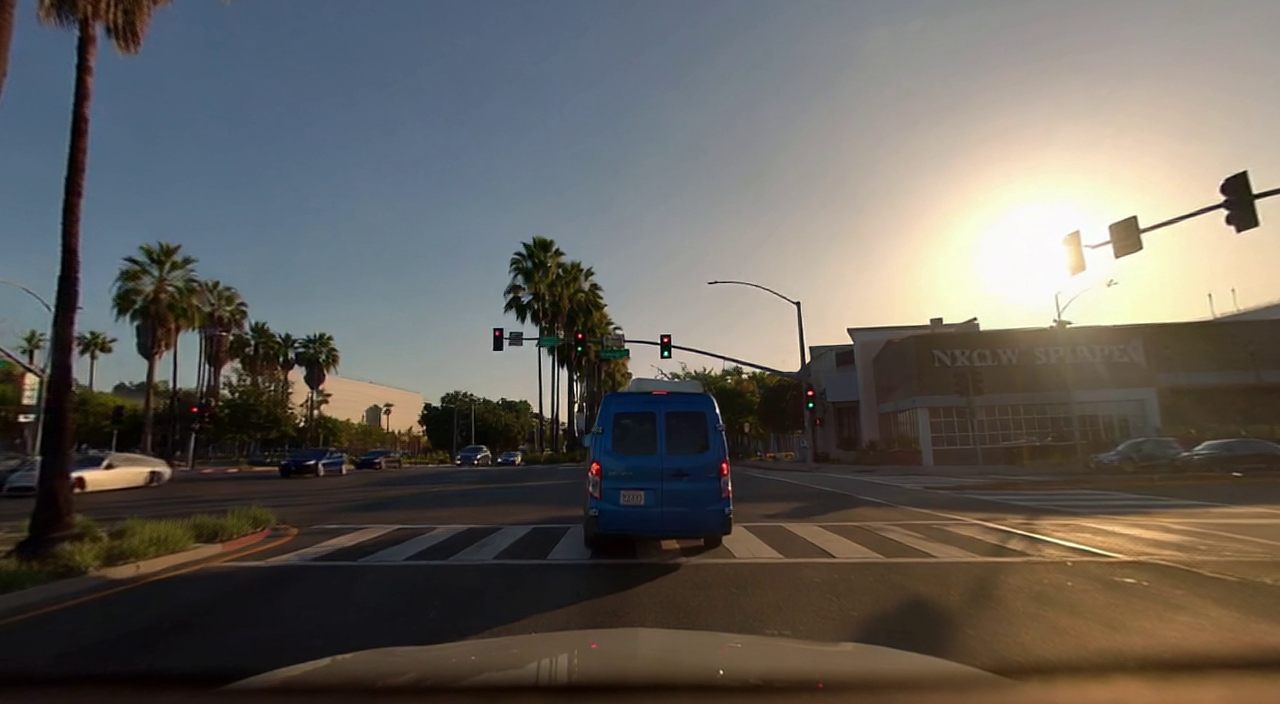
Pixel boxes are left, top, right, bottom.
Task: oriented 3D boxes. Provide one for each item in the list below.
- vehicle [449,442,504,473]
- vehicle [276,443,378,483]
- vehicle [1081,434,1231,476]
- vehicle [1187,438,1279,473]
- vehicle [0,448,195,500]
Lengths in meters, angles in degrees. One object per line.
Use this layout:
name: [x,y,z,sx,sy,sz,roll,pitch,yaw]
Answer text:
vehicle: [-9.710,6.302,37.938,2.074,1.681,4.417,0,-9,1]
vehicle: [-14.044,4.988,28.707,2.074,1.671,4.755,0,-9,2]
vehicle: [22.223,4.449,27.375,4.533,1.676,2.236,0,-9,-1]
vehicle: [27.386,4.604,28.208,4.625,1.451,1.801,1,-9,-9]
vehicle: [-17.630,3.914,20.779,2.221,1.449,5.092,0,-9,1]
